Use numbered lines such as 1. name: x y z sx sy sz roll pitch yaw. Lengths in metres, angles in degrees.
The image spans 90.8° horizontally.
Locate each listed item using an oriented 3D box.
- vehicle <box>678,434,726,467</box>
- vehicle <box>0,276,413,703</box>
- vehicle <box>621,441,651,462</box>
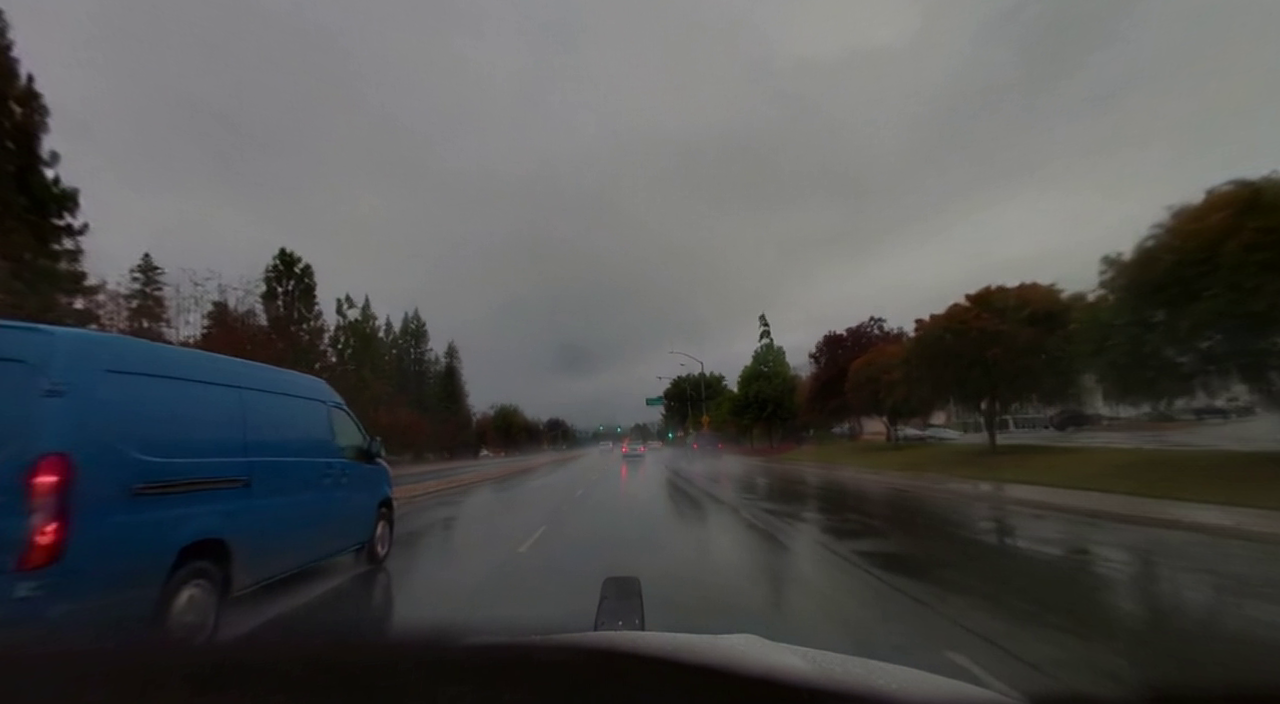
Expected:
1. vehicle: 3.451 5.566 35.792 2.181 1.781 4.257 0 -8 -1
2. vehicle: -3.482 0.935 4.333 2.075 1.863 4.744 0 -8 0
3. vehicle: -0.282 7.026 44.782 2.039 1.455 3.826 0 -8 -1
